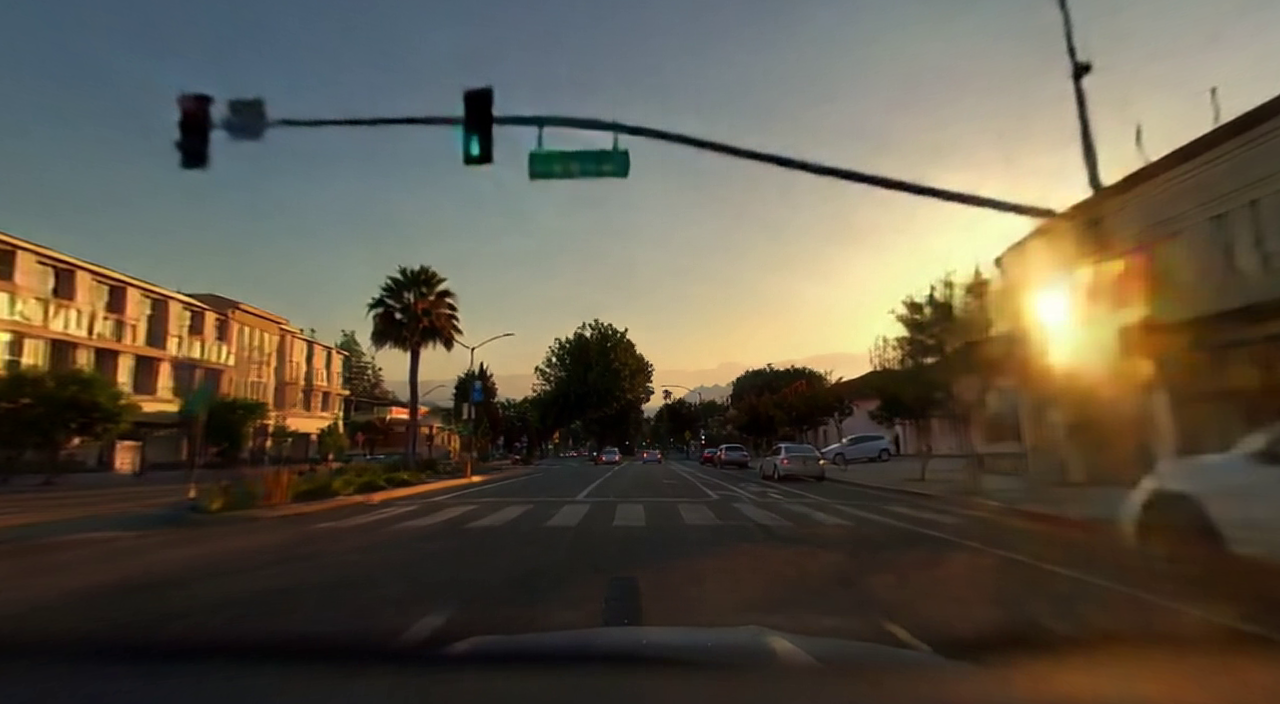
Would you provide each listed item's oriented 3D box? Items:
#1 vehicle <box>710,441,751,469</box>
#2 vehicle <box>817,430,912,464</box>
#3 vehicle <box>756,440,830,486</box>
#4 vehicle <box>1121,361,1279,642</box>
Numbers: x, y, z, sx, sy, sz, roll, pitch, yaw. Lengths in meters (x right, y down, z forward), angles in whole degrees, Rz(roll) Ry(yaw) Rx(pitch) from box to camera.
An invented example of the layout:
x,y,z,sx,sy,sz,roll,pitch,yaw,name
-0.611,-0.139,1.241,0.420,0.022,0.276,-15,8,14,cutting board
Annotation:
x,y,z,sx,sy,sz,roll,pitch,yaw,name
6.052,6.938,42.701,2.069,1.776,4.797,0,-8,0,vehicle
12.747,5.446,36.063,4.571,1.827,2.260,1,-9,-1,vehicle
6.000,4.351,25.171,1.955,1.679,3.890,0,-8,0,vehicle
5.774,0.918,3.347,2.182,2.019,5.247,0,-8,-1,vehicle
